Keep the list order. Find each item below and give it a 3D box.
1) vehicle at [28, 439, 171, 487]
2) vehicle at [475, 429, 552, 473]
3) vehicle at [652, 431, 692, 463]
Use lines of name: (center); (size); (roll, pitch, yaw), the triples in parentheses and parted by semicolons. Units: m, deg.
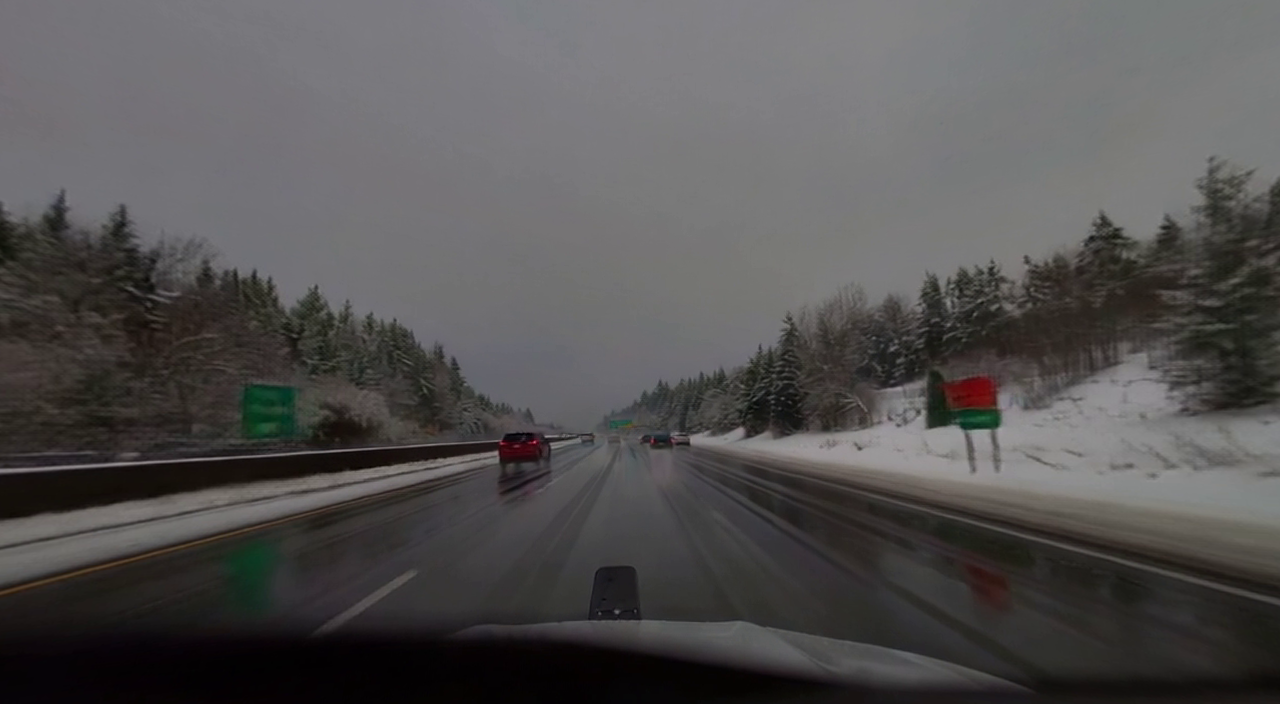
vehicle: (-21.165, 4.333, 24.967); (1.910, 1.679, 4.242); (-2, -9, -1)
vehicle: (-4.737, 3.778, 24.380); (2.023, 1.512, 4.804); (0, -8, 0)
vehicle: (1.568, 4.765, 31.819); (1.869, 1.466, 3.356); (0, -8, 0)
